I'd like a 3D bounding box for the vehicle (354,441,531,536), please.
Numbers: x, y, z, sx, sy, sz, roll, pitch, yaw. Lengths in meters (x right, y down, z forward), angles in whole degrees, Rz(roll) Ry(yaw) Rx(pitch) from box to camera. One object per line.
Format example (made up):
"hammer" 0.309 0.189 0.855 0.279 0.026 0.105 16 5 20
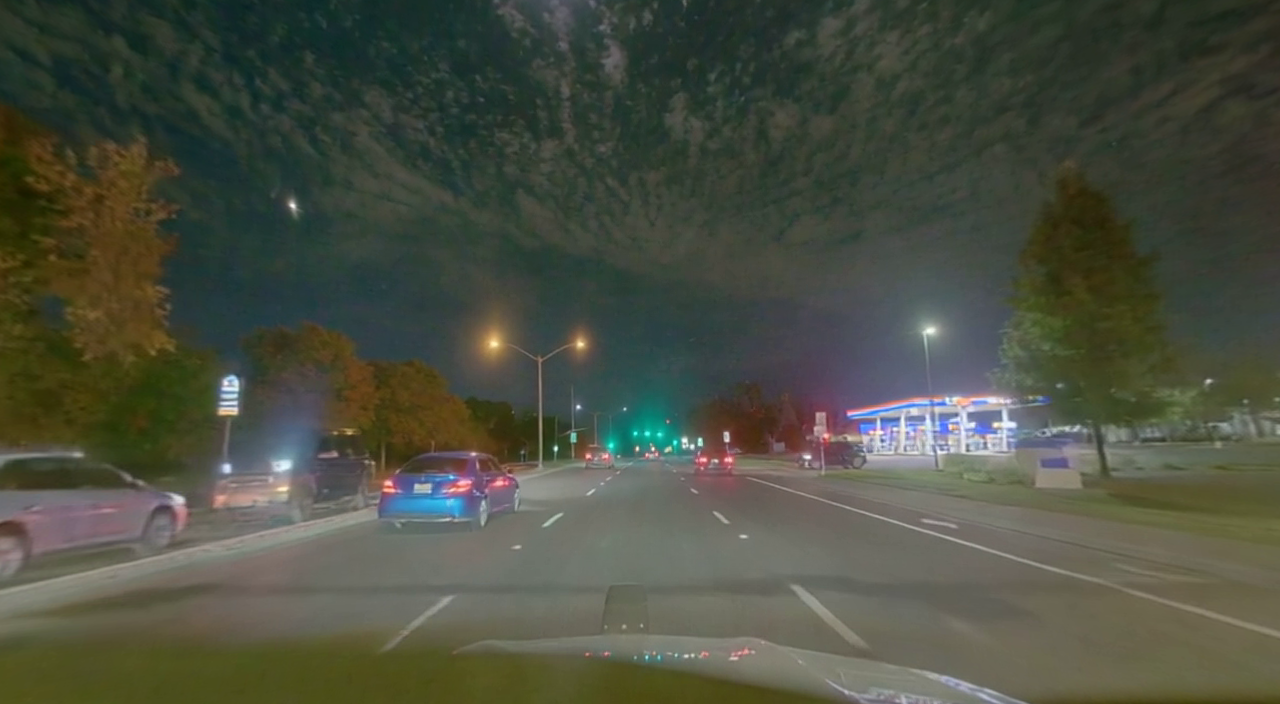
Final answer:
"vehicle" -3.481 2.483 12.133 1.803 1.463 4.422 0 -9 2

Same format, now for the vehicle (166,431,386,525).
"vehicle" -8.608 3.009 15.765 2.370 1.909 5.431 0 -9 -2

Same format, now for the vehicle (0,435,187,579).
"vehicle" -8.413 1.950 8.092 1.922 1.660 4.332 -3 -8 1

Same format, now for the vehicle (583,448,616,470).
"vehicle" -2.736 7.363 43.582 1.841 1.474 4.038 0 -9 2

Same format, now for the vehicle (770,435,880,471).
"vehicle" 11.155 6.135 38.405 5.931 1.872 2.264 -3 -9 4

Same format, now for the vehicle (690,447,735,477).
"vehicle" 3.684 5.659 32.724 1.883 1.465 3.975 0 -9 0
